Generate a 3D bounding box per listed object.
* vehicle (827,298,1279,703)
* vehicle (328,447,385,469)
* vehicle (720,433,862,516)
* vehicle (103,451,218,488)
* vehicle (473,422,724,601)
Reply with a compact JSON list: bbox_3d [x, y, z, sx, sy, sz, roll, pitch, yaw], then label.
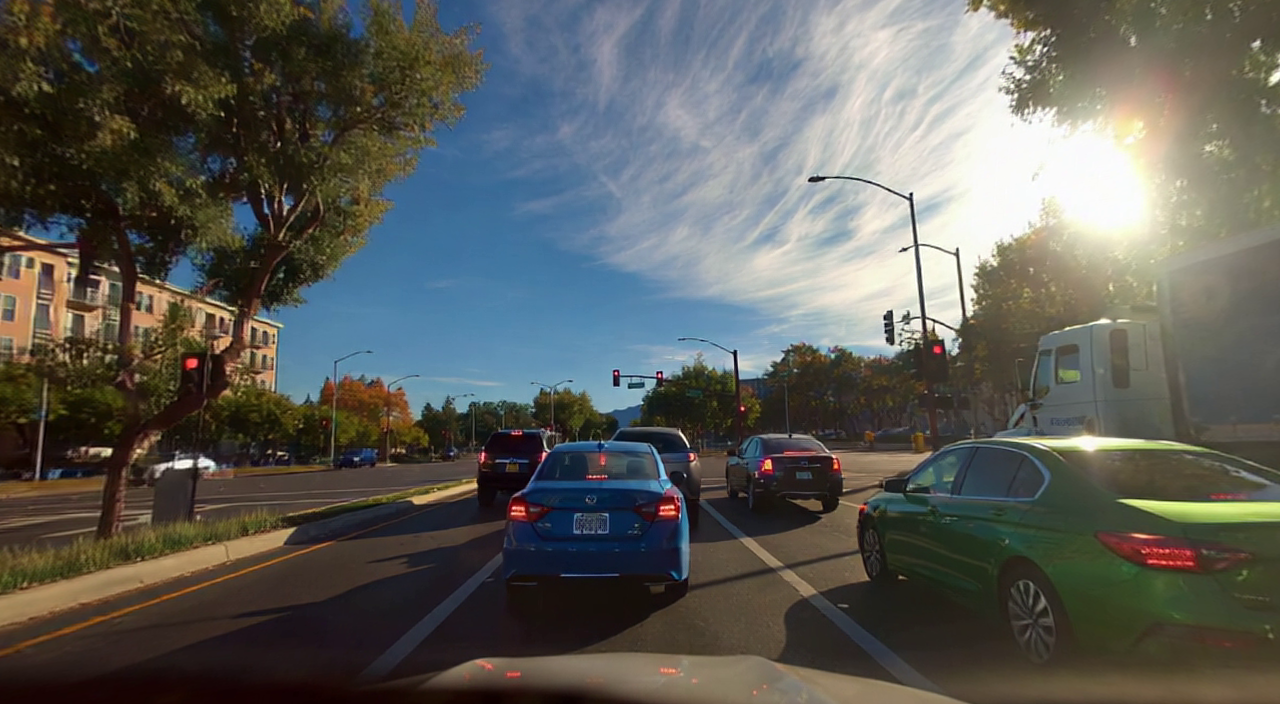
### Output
[{"bbox_3d":[3.574,1.104,5.055,2.572,1.945,5.065,0,-8,0],"label":"vehicle"},{"bbox_3d":[-21.654,8.101,48.467,2.091,1.534,4.846,0,-8,1],"label":"vehicle"},{"bbox_3d":[3.163,2.669,14.326,2.026,1.549,4.559,0,-8,-1],"label":"vehicle"},{"bbox_3d":[-21.925,5.367,29.175,1.863,1.496,4.389,0,-8,0],"label":"vehicle"},{"bbox_3d":[-0.379,1.654,7.410,2.143,1.520,3.848,0,-8,-1],"label":"vehicle"}]
